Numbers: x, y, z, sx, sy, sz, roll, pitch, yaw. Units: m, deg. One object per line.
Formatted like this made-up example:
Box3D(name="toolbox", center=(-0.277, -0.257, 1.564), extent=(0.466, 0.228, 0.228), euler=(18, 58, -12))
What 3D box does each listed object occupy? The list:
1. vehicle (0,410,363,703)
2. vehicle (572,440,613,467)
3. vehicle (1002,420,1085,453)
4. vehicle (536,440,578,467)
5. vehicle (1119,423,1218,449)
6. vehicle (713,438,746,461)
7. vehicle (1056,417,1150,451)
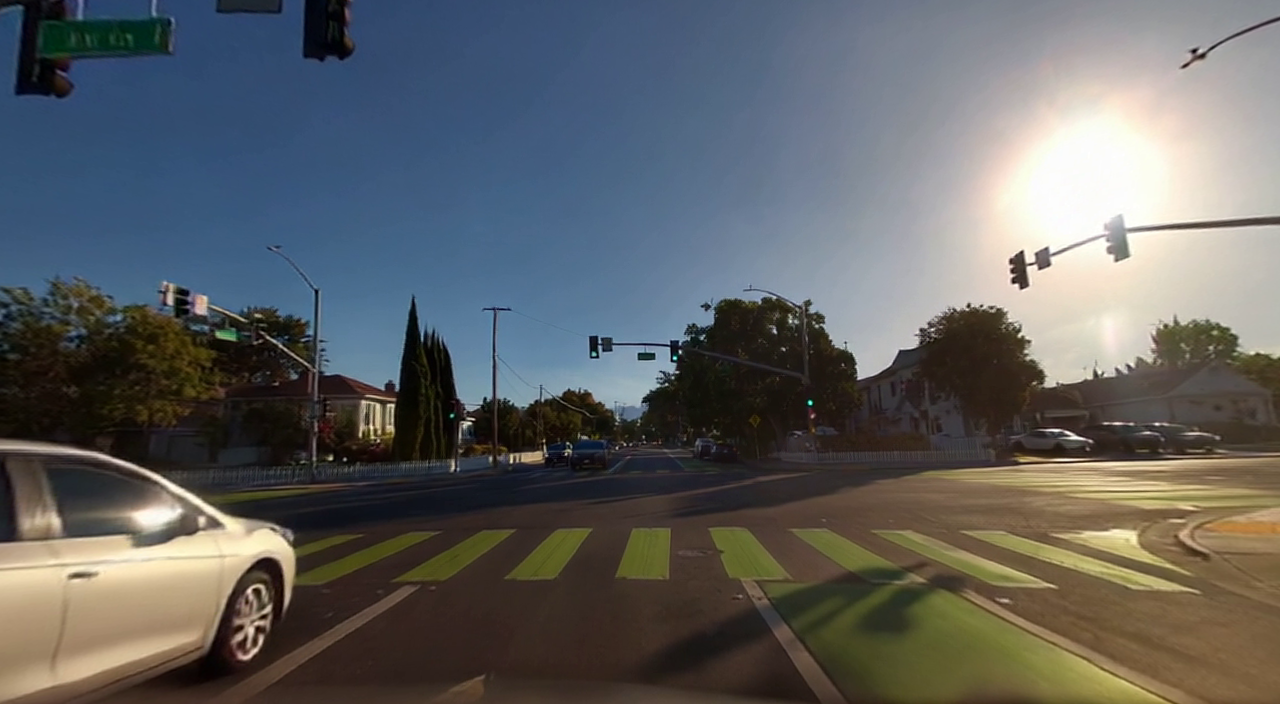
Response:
Box3D(name="vehicle", center=(-3.392, 1.066, 2.997), extent=(1.904, 1.489, 4.746), euler=(0, -8, 1))
Box3D(name="vehicle", center=(-2.787, 6.046, 37.552), extent=(1.982, 1.472, 4.103), euler=(-1, -8, 2))
Box3D(name="vehicle", center=(23.341, 4.946, 36.636), extent=(1.964, 1.759, 4.583), euler=(-1, -8, 3))
Box3D(name="vehicle", center=(-5.461, 6.787, 42.110), extent=(1.982, 1.686, 4.195), euler=(-1, -8, 4))
Box3D(name="vehicle", center=(30.317, 4.886, 36.341), extent=(1.837, 1.396, 4.695), euler=(-1, -8, 3))
Box3D(name="vehicle", center=(6.382, 7.036, 45.354), extent=(1.891, 1.584, 3.802), euler=(0, -8, 1))
Box3D(name="vehicle", center=(26.518, 4.776, 36.277), extent=(2.033, 1.821, 4.542), euler=(0, -8, 2))
